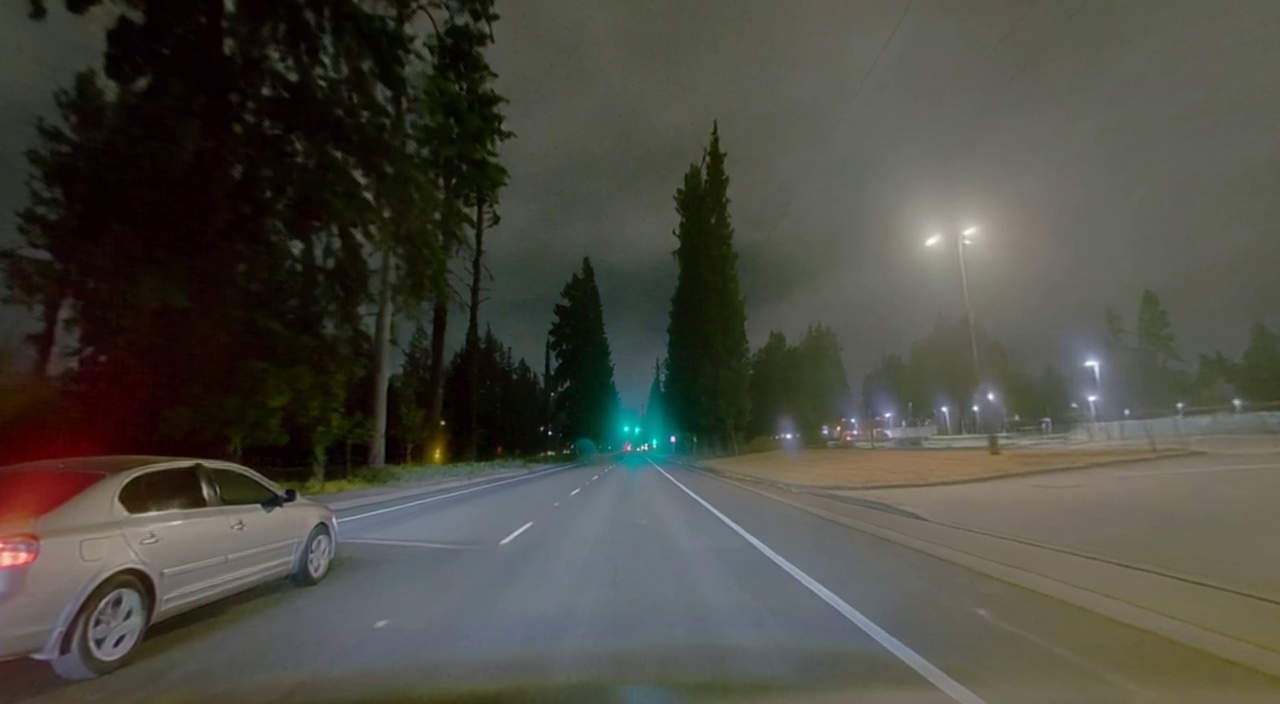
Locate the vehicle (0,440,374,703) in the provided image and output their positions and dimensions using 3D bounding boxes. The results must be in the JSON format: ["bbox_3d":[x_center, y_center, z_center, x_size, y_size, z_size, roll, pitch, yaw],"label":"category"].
[{"bbox_3d":[-4.097,1.480,5.262,1.946,1.437,4.154,0,-8,0],"label":"vehicle"}]
